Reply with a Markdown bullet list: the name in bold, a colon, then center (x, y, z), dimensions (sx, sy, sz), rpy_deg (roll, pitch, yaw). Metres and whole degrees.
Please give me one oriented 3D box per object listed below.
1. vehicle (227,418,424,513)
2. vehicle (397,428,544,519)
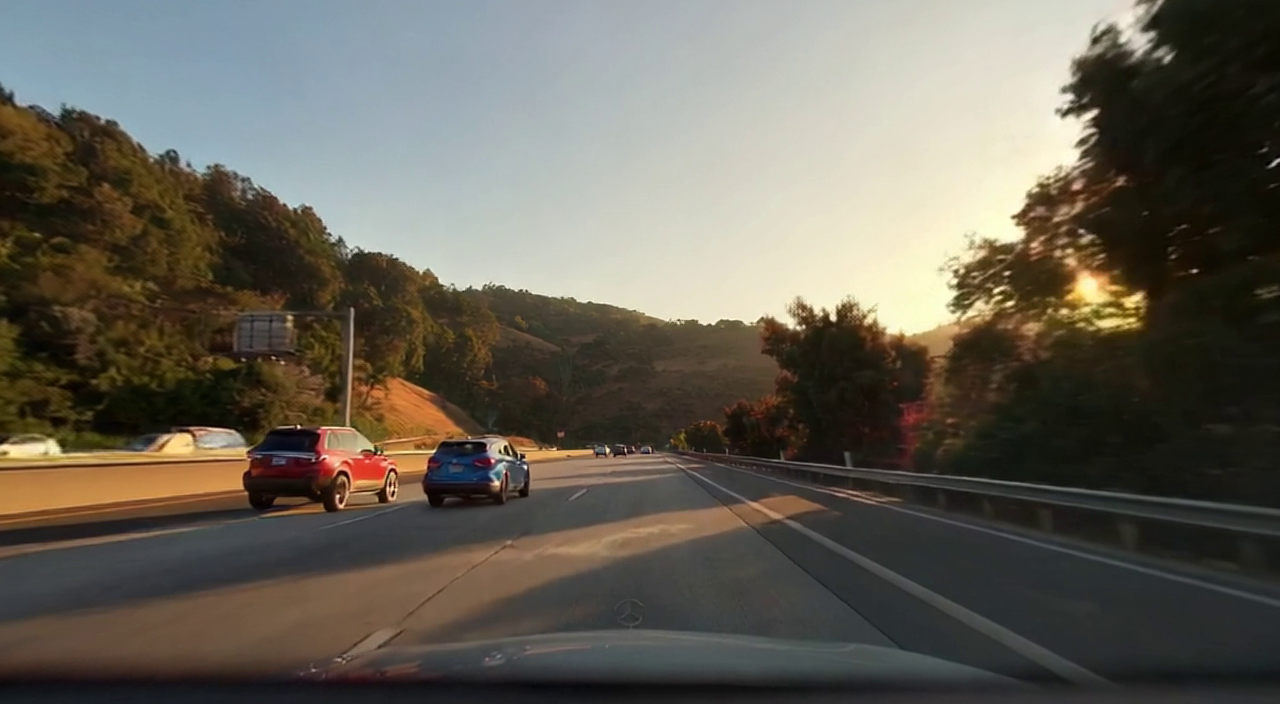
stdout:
- **vehicle**: center (-7.283, 2.697, 15.421), dimensions (2.151, 1.925, 4.945), rpy_deg (0, -9, 1)
- **vehicle**: center (-3.499, 2.592, 13.954), dimensions (1.983, 1.663, 4.290), rpy_deg (0, -9, 1)
